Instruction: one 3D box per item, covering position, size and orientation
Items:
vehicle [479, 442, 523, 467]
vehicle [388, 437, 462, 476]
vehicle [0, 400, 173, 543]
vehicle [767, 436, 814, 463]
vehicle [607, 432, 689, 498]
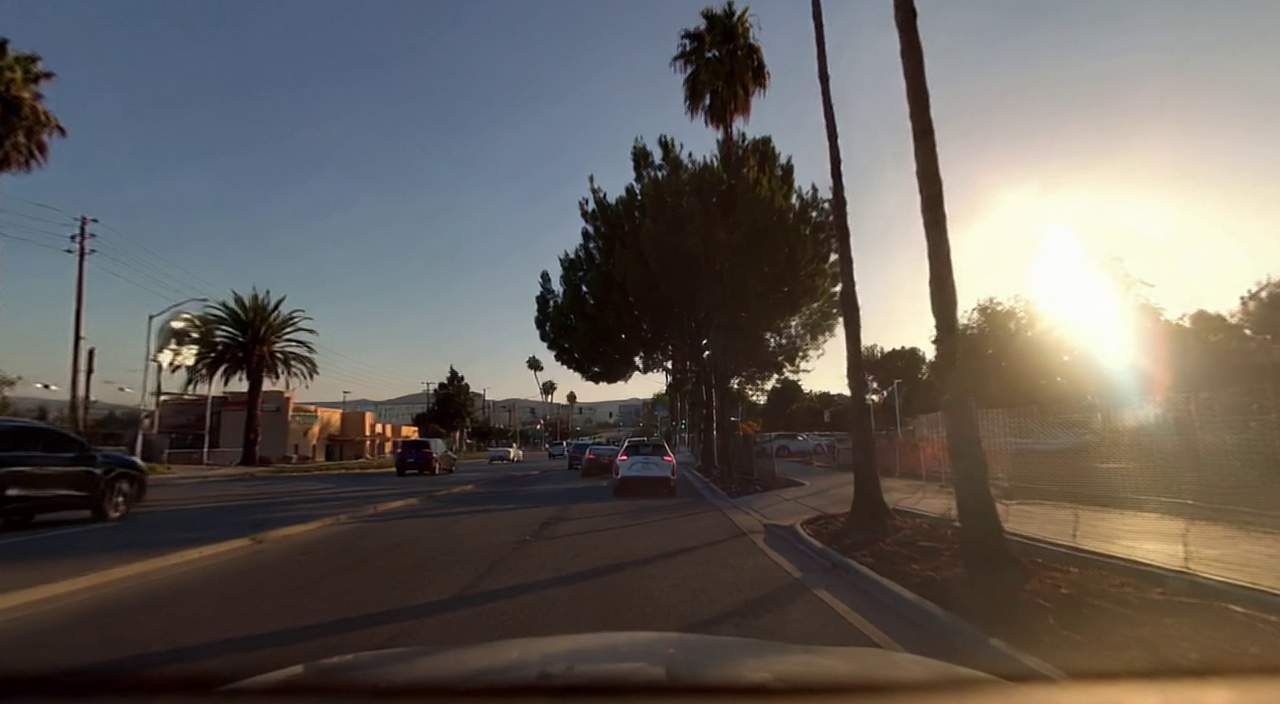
[{"bbox_3d":[-10.214,7.565,46.517,1.998,1.731,4.952,0,-9,1],"label":"vehicle"},{"bbox_3d":[-10.307,5.052,30.472,1.965,1.743,4.327,0,-9,1],"label":"vehicle"},{"bbox_3d":[-9.890,1.685,8.962,2.269,1.934,5.350,0,-9,0],"label":"vehicle"},{"bbox_3d":[8.517,5.475,35.280,1.837,1.416,3.947,-4,-9,23],"label":"vehicle"},{"bbox_3d":[0.256,3.242,18.342,2.121,1.710,3.893,0,-9,1],"label":"vehicle"}]
